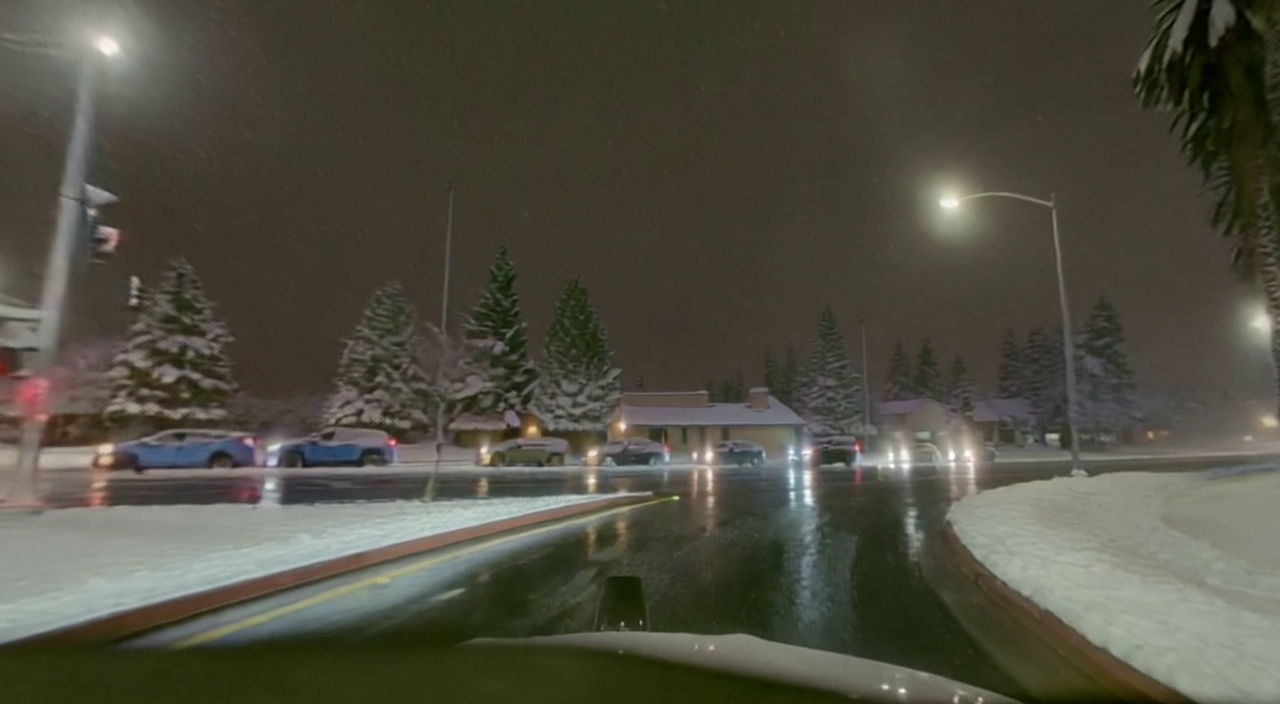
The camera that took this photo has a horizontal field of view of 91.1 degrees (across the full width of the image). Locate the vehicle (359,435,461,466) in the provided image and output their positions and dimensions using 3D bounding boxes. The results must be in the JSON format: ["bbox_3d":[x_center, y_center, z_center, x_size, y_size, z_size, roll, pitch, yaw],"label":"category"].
[{"bbox_3d":[-14.481,6.214,39.709,5.616,1.839,2.071,6,-11,-37],"label":"vehicle"}]

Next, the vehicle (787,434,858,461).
[{"bbox_3d":[14.048,7.338,48.148,5.617,1.904,2.184,6,-13,-36],"label":"vehicle"}]

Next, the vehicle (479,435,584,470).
[{"bbox_3d":[-5.678,5.258,33.083,5.112,1.593,1.865,4,-11,-36],"label":"vehicle"}]

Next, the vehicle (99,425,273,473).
[{"bbox_3d":[-15.781,3.444,22.079,4.648,1.501,1.862,8,-12,-36],"label":"vehicle"}]

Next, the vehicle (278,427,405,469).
[{"bbox_3d":[-13.105,4.216,27.684,4.713,1.664,1.909,5,-11,-37],"label":"vehicle"}]

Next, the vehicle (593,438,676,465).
[{"bbox_3d":[-0.252,5.929,37.406,4.774,1.493,1.854,7,-10,-37],"label":"vehicle"}]

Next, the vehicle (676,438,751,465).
[{"bbox_3d":[4.396,5.892,37.289,4.356,1.543,1.844,6,-11,-37],"label":"vehicle"}]
